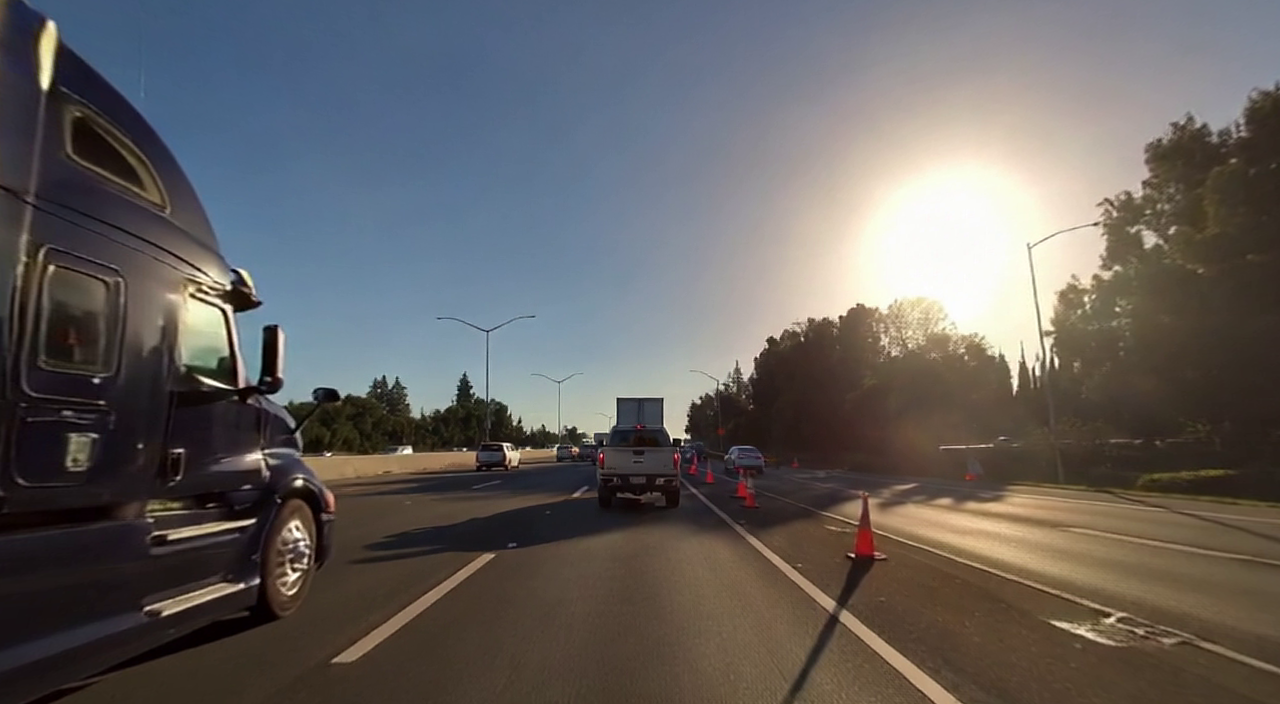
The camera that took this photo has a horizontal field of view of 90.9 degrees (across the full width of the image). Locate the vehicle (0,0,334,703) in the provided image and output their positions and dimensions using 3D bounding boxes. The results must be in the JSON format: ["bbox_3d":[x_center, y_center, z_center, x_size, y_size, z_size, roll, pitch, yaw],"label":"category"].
[{"bbox_3d":[-3.850,-0.280,0.292,2.990,3.885,8.243,0,-9,2],"label":"vehicle"}]

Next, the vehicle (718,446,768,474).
[{"bbox_3d":[5.722,6.045,35.531,1.918,1.479,4.571,0,-9,-1],"label":"vehicle"}]

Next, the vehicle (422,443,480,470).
[{"bbox_3d":[-11.181,6.223,37.605,1.985,1.496,4.583,0,-9,1],"label":"vehicle"}]

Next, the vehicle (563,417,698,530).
[{"bbox_3d":[-0.152,2.243,12.089,2.152,1.779,3.924,0,-9,0],"label":"vehicle"}]

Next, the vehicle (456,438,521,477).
[{"bbox_3d":[-7.158,5.018,30.253,1.950,1.716,4.436,0,-9,1],"label":"vehicle"}]
